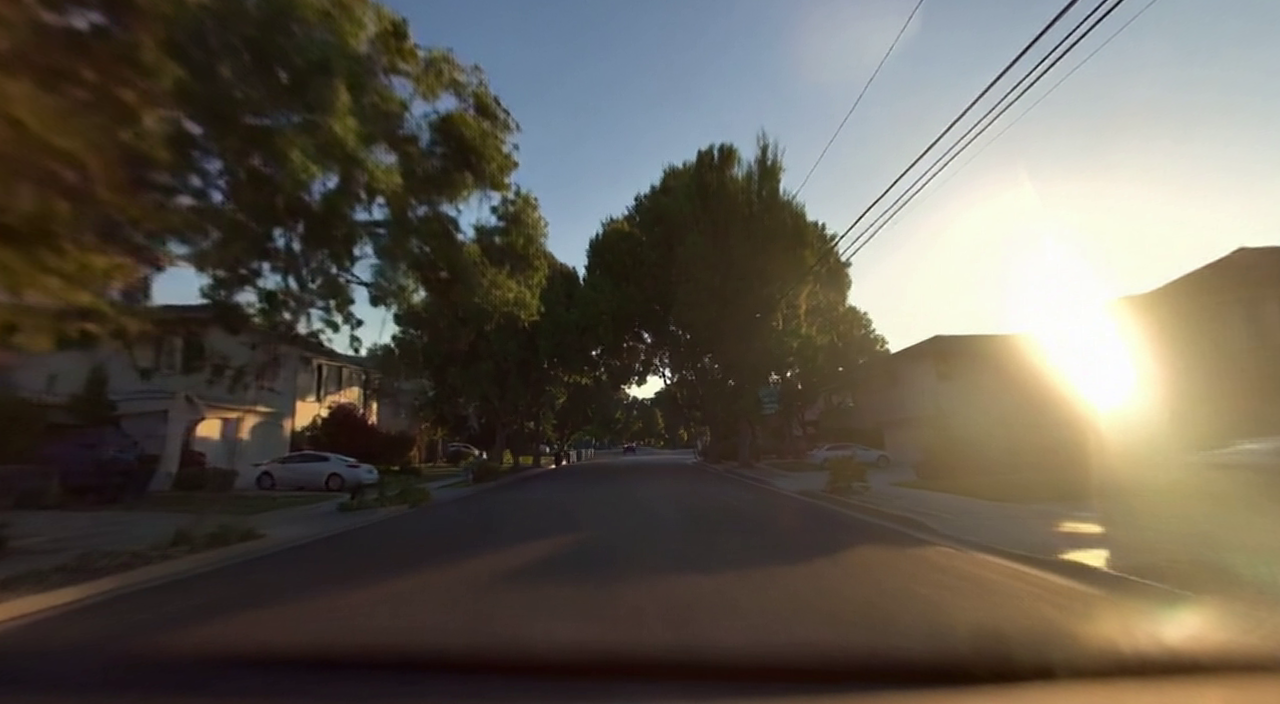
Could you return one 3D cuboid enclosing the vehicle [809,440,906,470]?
[{"bbox_3d":[11.819,5.644,34.549,4.626,1.541,1.866,1,-9,-2],"label":"vehicle"}]

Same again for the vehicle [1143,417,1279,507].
[{"bbox_3d":[12.574,1.971,11.670,4.646,1.479,2.221,0,-8,0],"label":"vehicle"}]

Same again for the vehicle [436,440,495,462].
[{"bbox_3d":[-13.313,7.574,48.295,4.265,1.569,1.984,2,-9,-15],"label":"vehicle"}]

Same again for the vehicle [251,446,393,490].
[{"bbox_3d":[-13.381,4.895,26.870,4.887,1.788,2.006,0,-8,-4],"label":"vehicle"}]
